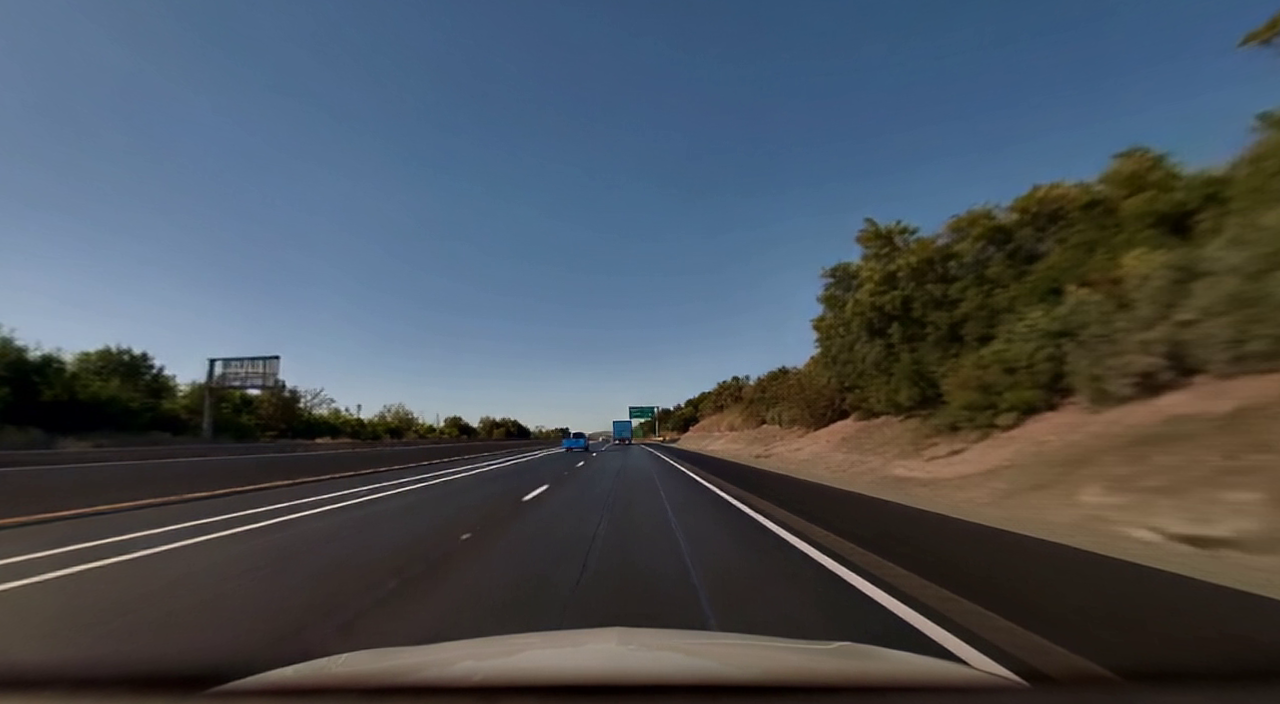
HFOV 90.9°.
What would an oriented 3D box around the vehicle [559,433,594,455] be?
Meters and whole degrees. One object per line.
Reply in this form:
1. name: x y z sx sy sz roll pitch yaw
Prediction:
1. vehicle: -4.733 6.879 47.418 2.302 1.523 4.383 0 -8 -1
